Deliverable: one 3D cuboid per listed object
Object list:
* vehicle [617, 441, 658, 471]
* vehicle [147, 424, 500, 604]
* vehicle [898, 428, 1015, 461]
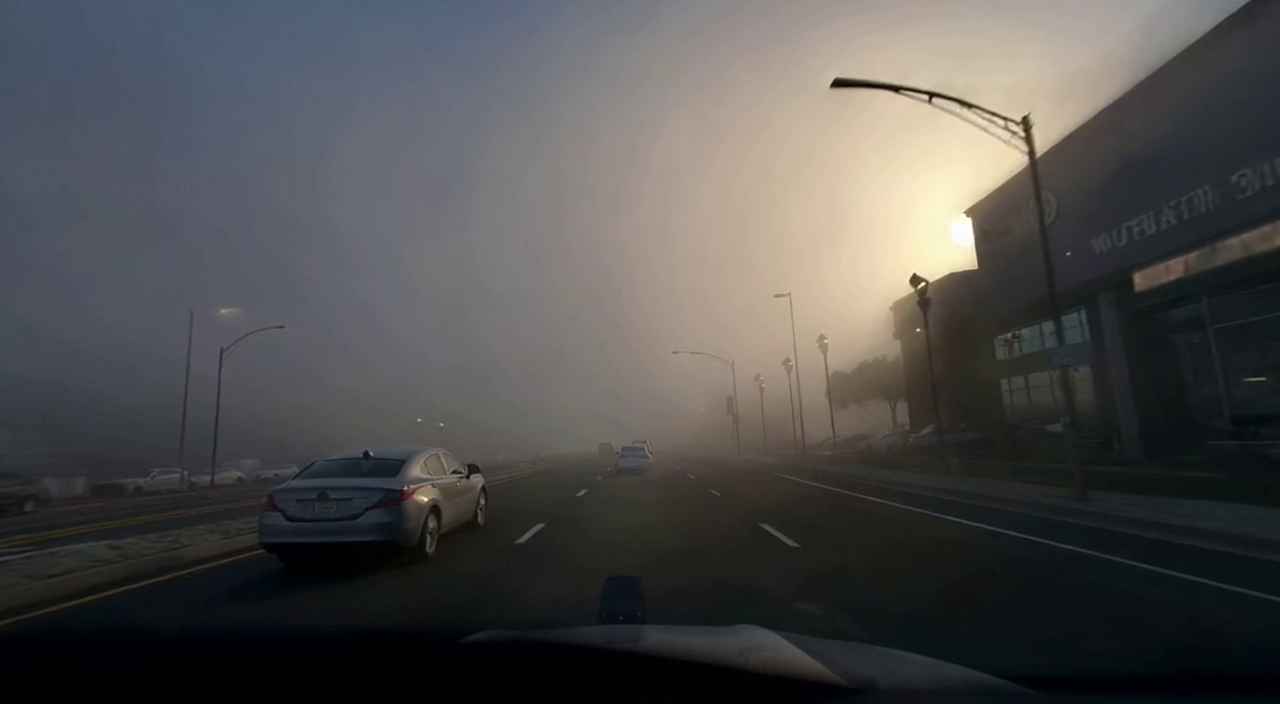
[{"bbox_3d":[-0.136,5.460,33.201,2.019,1.459,4.005,0,-9,-1],"label":"vehicle"},{"bbox_3d":[-3.154,1.690,7.524,1.939,1.496,4.309,0,-9,1],"label":"vehicle"},{"bbox_3d":[14.682,4.326,29.417,4.363,1.485,1.964,0,-9,1],"label":"vehicle"}]
